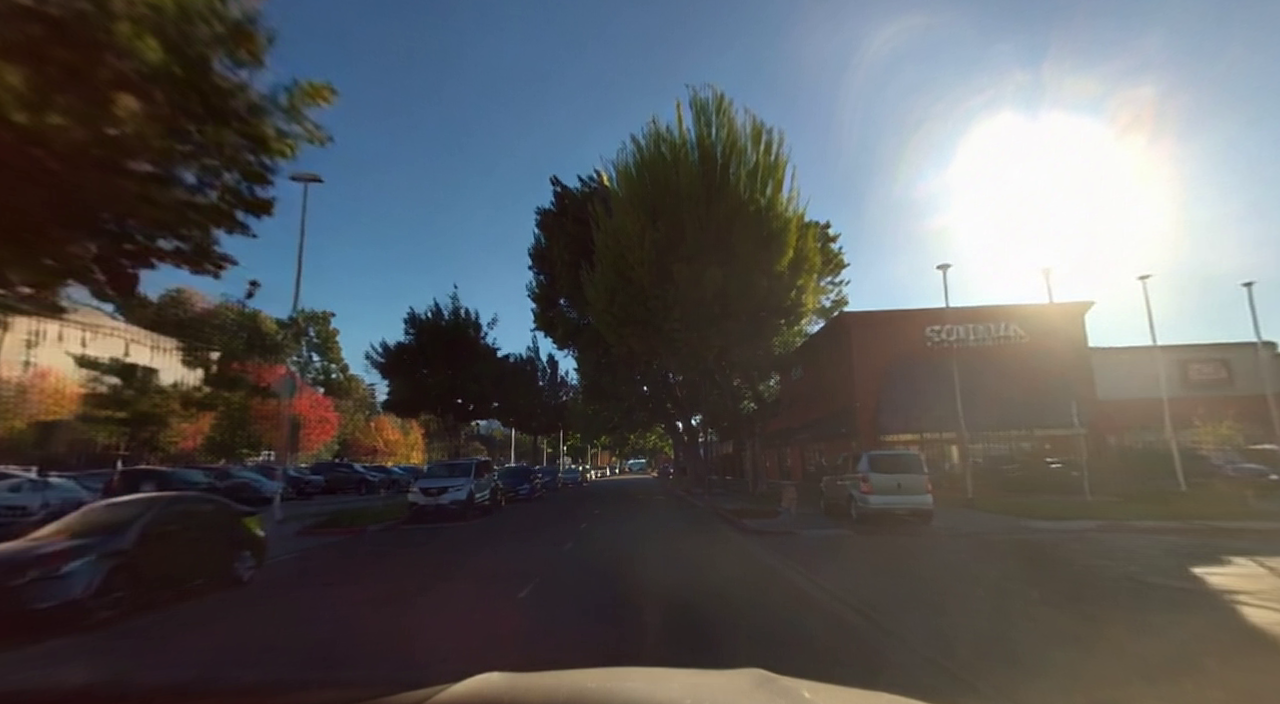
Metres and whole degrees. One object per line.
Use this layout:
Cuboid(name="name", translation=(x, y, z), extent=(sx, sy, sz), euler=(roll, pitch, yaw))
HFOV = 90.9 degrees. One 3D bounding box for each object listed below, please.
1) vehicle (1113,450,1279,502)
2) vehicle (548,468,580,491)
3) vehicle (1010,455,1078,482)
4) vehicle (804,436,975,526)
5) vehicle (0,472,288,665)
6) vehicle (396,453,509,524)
Cuboid(name="vehicle", translation=(18.015, 4.045, 20.526), extent=(1.794, 1.486, 3.983), euler=(0, -11, -6))
Cuboid(name="vehicle", translation=(-5.723, 9.677, 47.909), extent=(1.832, 1.623, 4.424), euler=(0, -11, 1))
Cuboid(name="vehicle", translation=(25.712, 7.397, 40.249), extent=(1.698, 1.489, 3.599), euler=(-4, -9, -4))
Cuboid(name="vehicle", translation=(5.688, 3.062, 15.193), extent=(2.054, 1.779, 4.650), euler=(1, -11, -2))
Cuboid(name="vehicle", translation=(-6.010, 2.101, 6.973), extent=(1.800, 1.499, 4.106), euler=(0, -11, 0))
Cuboid(name="vehicle", translation=(-5.938, 4.418, 20.796), extent=(2.196, 2.001, 5.548), euler=(1, -11, -2))
